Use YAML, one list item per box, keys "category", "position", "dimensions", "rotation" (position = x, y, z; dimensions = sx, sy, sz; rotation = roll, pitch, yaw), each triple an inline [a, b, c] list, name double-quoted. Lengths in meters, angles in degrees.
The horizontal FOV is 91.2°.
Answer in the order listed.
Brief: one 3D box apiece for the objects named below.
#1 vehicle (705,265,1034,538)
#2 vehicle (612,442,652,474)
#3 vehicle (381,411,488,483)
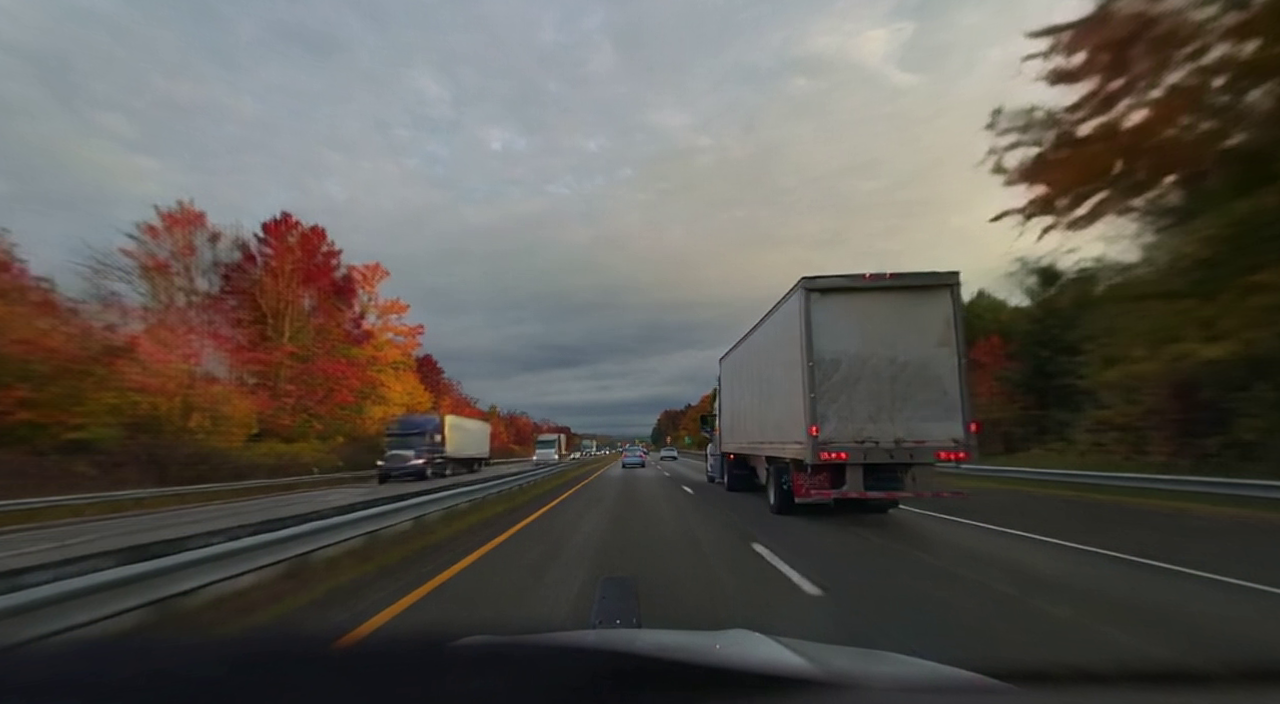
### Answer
- category: "vehicle"
  position: [4.041, 1.702, 16.116]
  dimensions: [3.068, 4.042, 13.787]
  rotation: [0, -9, -1]
- category: "vehicle"
  position: [-0.480, 6.022, 35.912]
  dimensions: [2.151, 1.693, 4.201]
  rotation: [0, -9, -1]
- category: "vehicle"
  position: [-13.647, 6.577, 43.493]
  dimensions: [2.954, 4.145, 13.980]
  rotation: [0, -9, -1]
